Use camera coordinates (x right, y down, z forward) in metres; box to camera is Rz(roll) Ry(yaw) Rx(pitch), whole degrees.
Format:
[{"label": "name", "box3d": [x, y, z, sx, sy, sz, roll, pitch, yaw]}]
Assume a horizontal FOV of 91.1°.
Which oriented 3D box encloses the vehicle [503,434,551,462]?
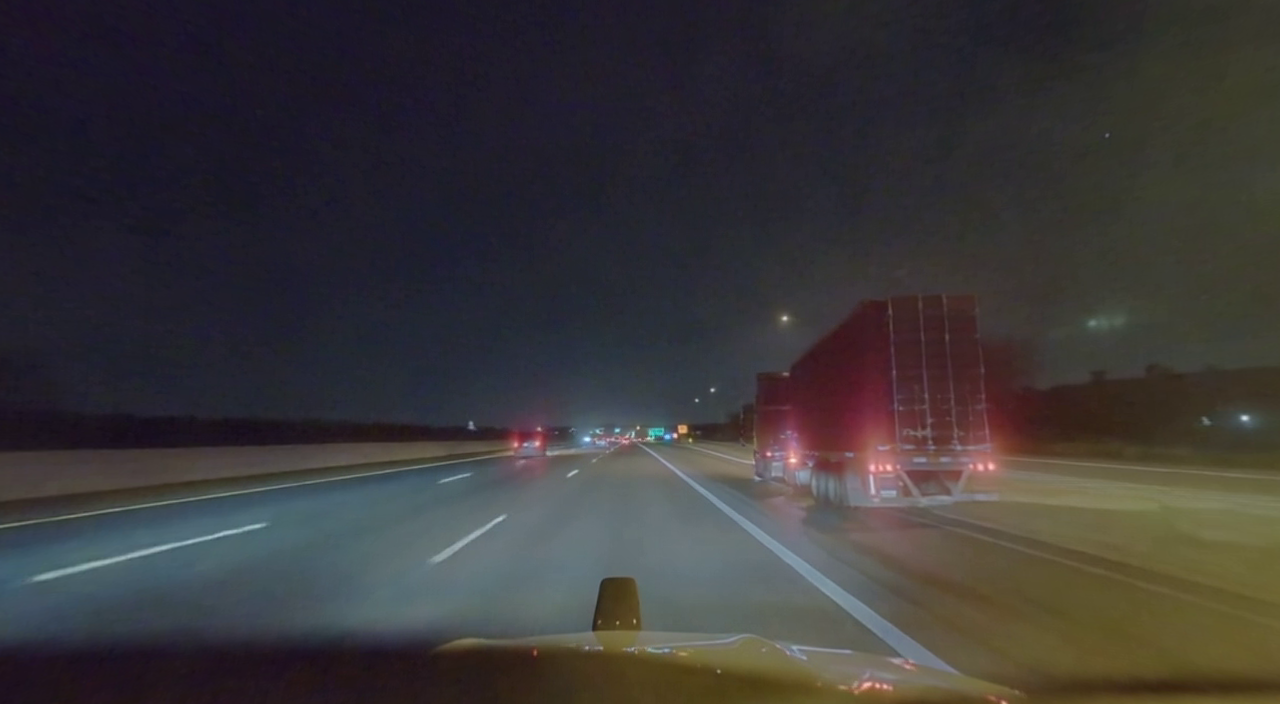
[{"label": "vehicle", "box3d": [-6.998, 5.989, 39.419, 2.111, 1.662, 4.630, 0, -8, 0]}]
